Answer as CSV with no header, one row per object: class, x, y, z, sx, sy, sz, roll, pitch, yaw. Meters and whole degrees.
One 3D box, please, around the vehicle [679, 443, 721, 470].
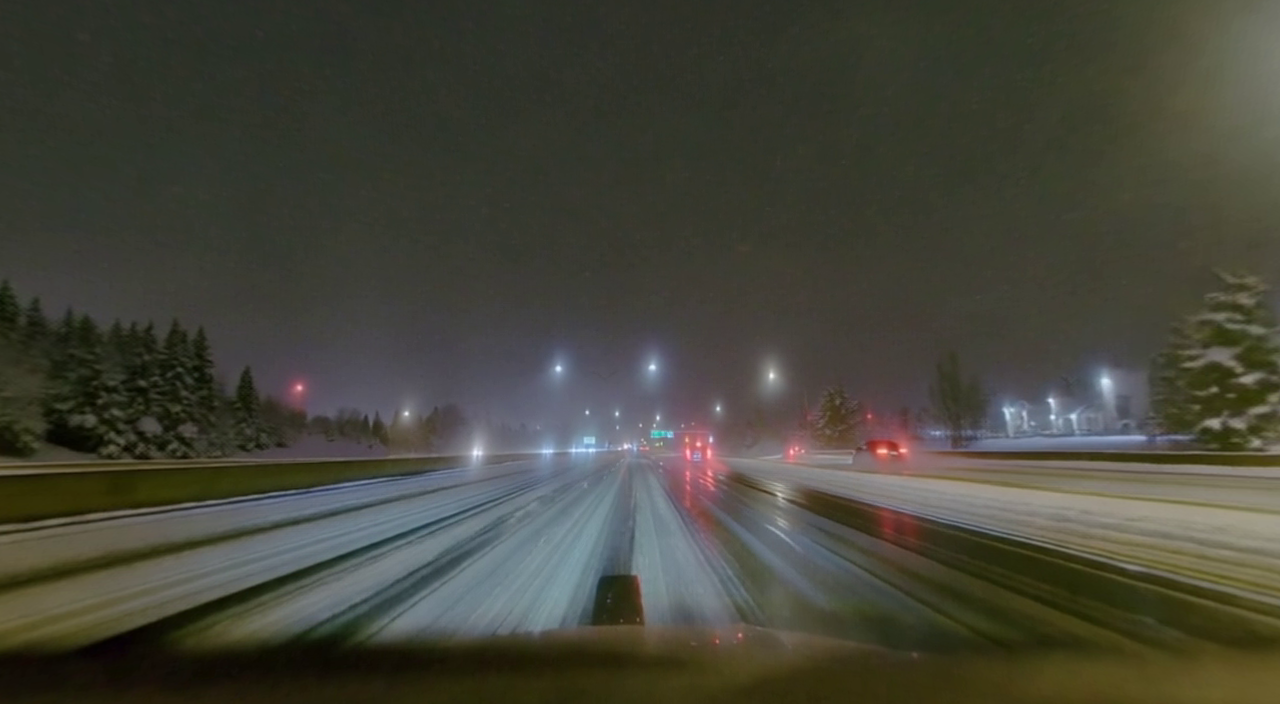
vehicle,3.532,6.249,37.700,2.033,1.501,4.398,0,-9,-1
